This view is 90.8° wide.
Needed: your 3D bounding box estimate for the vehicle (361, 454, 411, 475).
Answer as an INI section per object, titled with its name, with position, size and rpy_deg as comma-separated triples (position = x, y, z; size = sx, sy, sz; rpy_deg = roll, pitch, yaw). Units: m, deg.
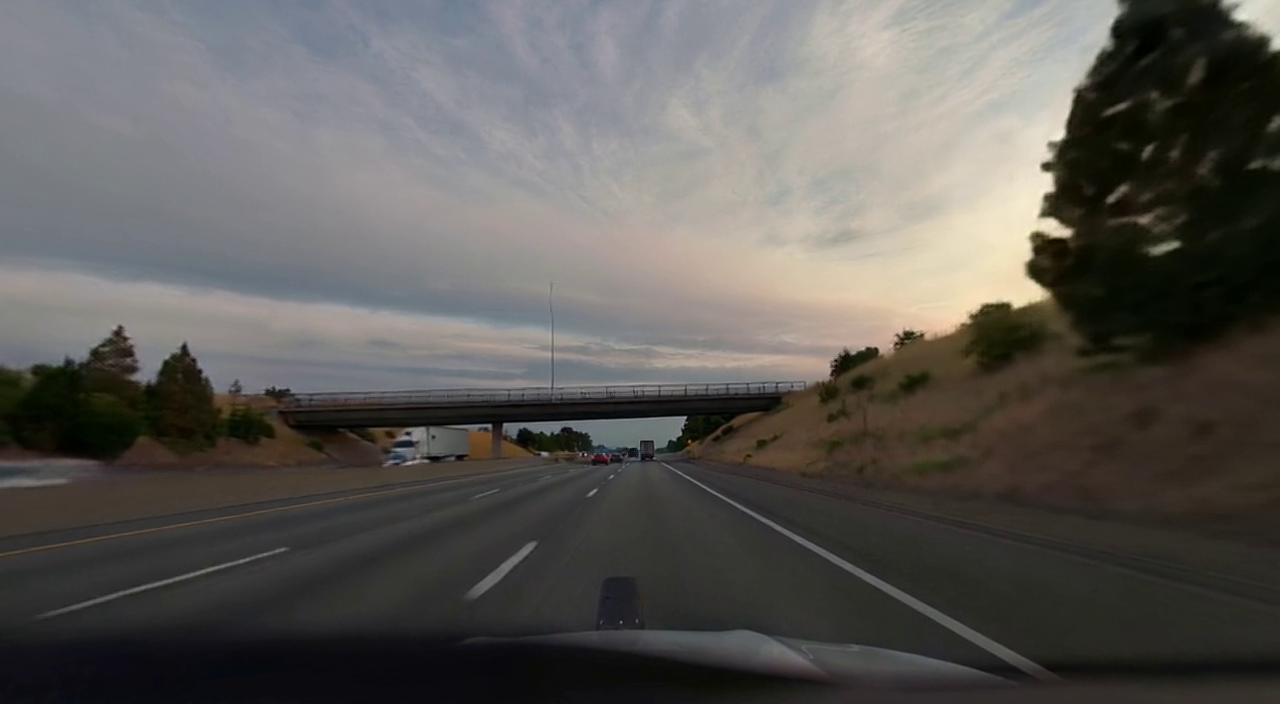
[vehicle]
position = -18.412, 8.161, 45.957
size = 1.764, 1.449, 4.543
rpy_deg = 0, -9, 0
